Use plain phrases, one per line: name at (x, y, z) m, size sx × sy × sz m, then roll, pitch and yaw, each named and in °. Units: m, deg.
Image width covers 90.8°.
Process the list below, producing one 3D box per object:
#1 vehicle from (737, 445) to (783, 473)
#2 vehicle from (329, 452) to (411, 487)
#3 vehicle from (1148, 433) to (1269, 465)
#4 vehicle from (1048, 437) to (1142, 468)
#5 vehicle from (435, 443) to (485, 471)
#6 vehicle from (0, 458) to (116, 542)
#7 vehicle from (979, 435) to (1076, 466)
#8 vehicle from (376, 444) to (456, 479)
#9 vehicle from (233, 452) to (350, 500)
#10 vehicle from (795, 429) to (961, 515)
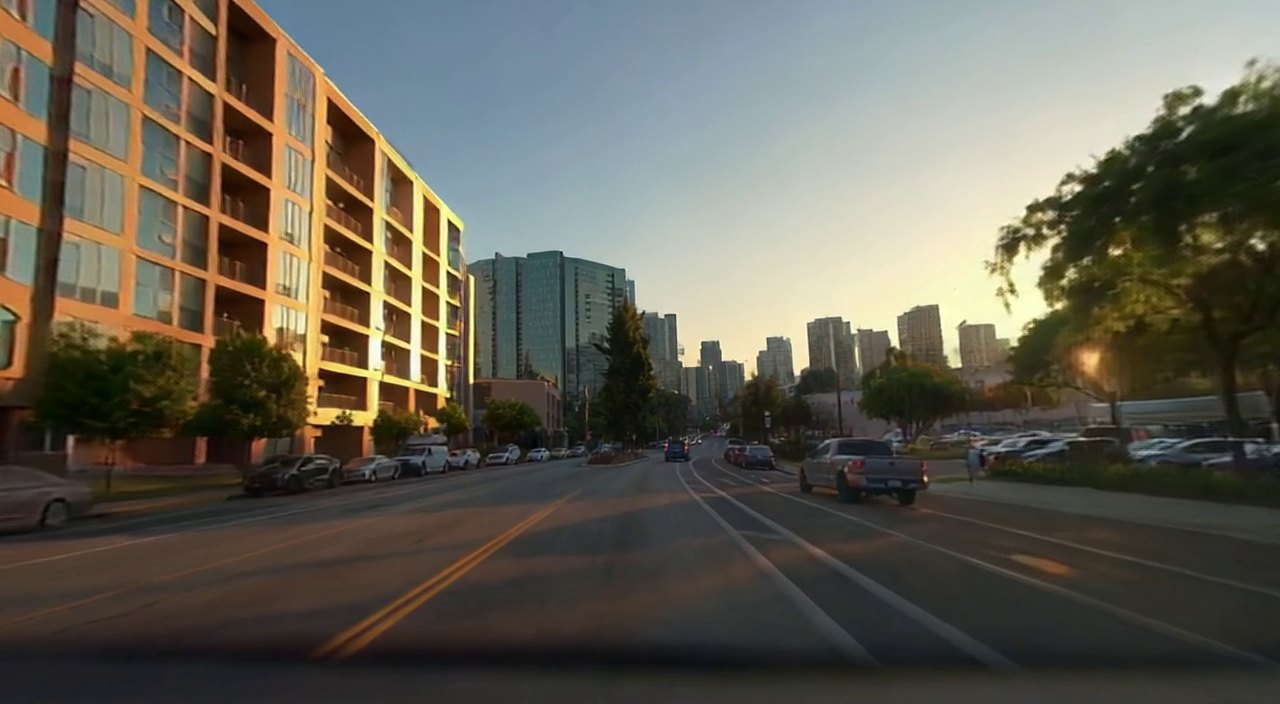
vehicle at (6.689, 5.990, 35.714) m, size 1.947 × 1.487 × 4.549 m, roll 0°, pitch -8°, yaw 3°
vehicle at (-12.347, 5.361, 29.205) m, size 1.723 × 1.418 × 4.359 m, roll 0°, pitch -8°, yaw 2°
vehicle at (28.412, 4.873, 31.817) m, size 1.790 × 1.460 × 4.515 m, roll 0°, pitch -8°, yaw -2°
vehicle at (22.764, 5.041, 31.790) m, size 1.797 × 1.425 × 3.794 m, roll 0°, pitch -8°, yaw -2°
vehicle at (-12.214, 7.146, 43.235) m, size 2.001 × 1.836 × 4.471 m, roll 0°, pitch -8°, yaw 2°
vehicle at (-12.602, 2.739, 11.611) m, size 1.889 × 1.461 × 4.608 m, roll 0°, pitch -8°, yaw 2°
vehicle at (19.797, 5.060, 32.545) m, size 2.008 × 1.489 × 4.775 m, roll 0°, pitch -8°, yaw 1°
vehicle at (-12.450, 6.112, 35.654) m, size 2.290 × 1.799 × 5.801 m, roll 0°, pitch -8°, yaw 2°
vehicle at (-12.259, 4.350, 22.529) m, size 1.926 × 1.499 × 3.869 m, roll 0°, pitch -8°, yaw 0°
vehicle at (5.642, 2.906, 15.943) m, size 2.102 × 1.781 × 5.470 m, roll 0°, pitch -8°, yaw 1°
